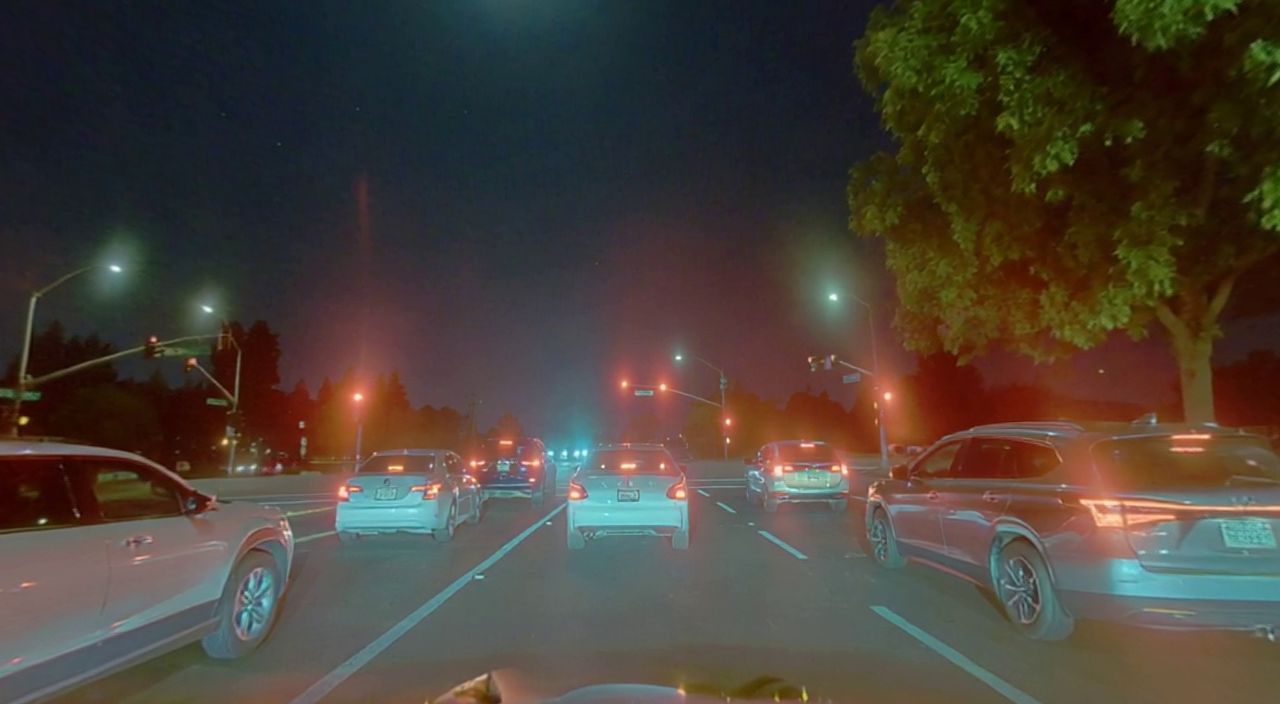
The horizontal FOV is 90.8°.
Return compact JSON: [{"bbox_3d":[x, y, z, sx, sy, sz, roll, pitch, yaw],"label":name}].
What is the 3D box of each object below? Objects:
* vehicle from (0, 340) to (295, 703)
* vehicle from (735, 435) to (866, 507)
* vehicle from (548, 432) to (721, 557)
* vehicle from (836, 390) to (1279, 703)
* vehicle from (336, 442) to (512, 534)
[{"bbox_3d":[-3.652,0.838,2.533,2.047,1.764,4.369,0,-8,0],"label":"vehicle"},{"bbox_3d":[3.639,2.776,15.248,1.922,1.472,4.440,0,-8,-1],"label":"vehicle"},{"bbox_3d":[-0.077,2.003,9.591,2.061,1.470,3.970,0,-8,0],"label":"vehicle"},{"bbox_3d":[3.394,1.304,5.423,1.933,1.564,4.600,0,-8,0],"label":"vehicle"},{"bbox_3d":[-3.908,2.501,12.336,1.919,1.459,4.371,0,-8,0],"label":"vehicle"}]
